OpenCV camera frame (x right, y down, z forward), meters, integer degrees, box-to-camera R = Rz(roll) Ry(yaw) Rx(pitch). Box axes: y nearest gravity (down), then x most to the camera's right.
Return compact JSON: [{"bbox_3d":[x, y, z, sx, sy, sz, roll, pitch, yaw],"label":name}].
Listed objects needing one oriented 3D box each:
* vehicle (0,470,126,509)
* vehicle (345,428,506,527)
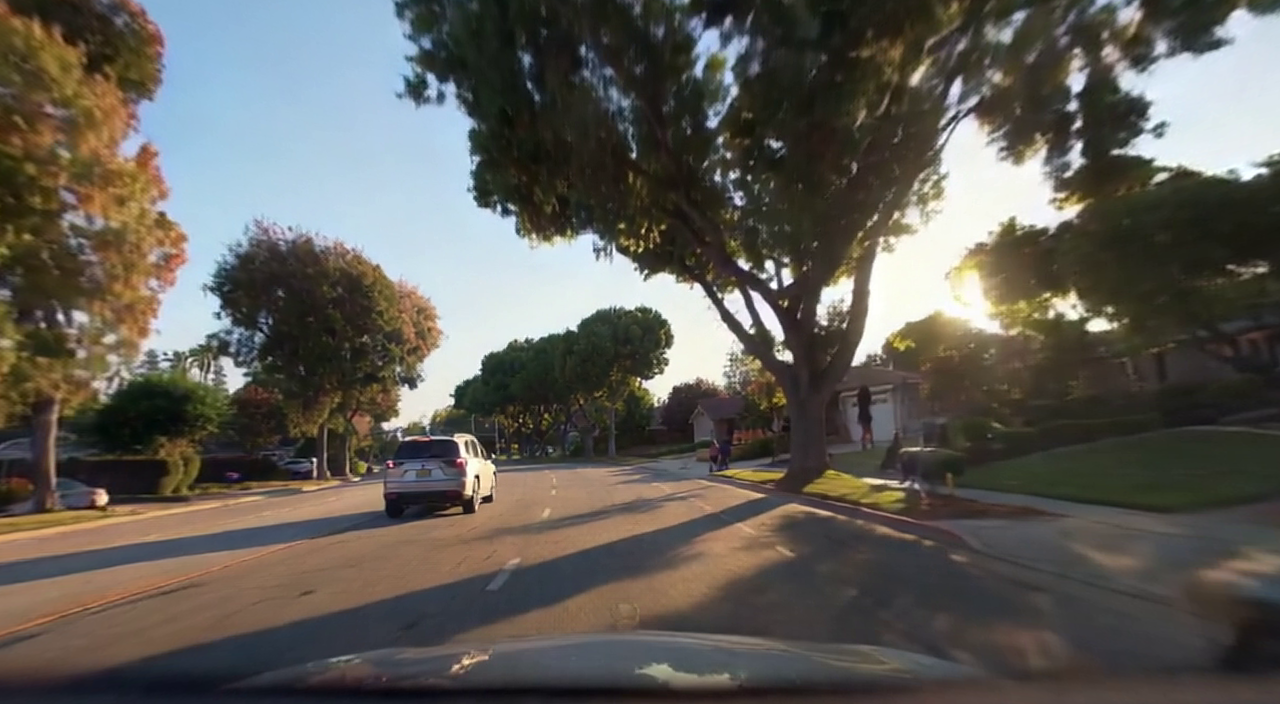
[{"bbox_3d":[-23.398,5.483,25.312,3.892,1.323,1.741,0,-7,-7],"label":"vehicle"},{"bbox_3d":[-4.376,2.625,13.773,2.175,1.772,4.442,0,-9,-4],"label":"vehicle"}]
